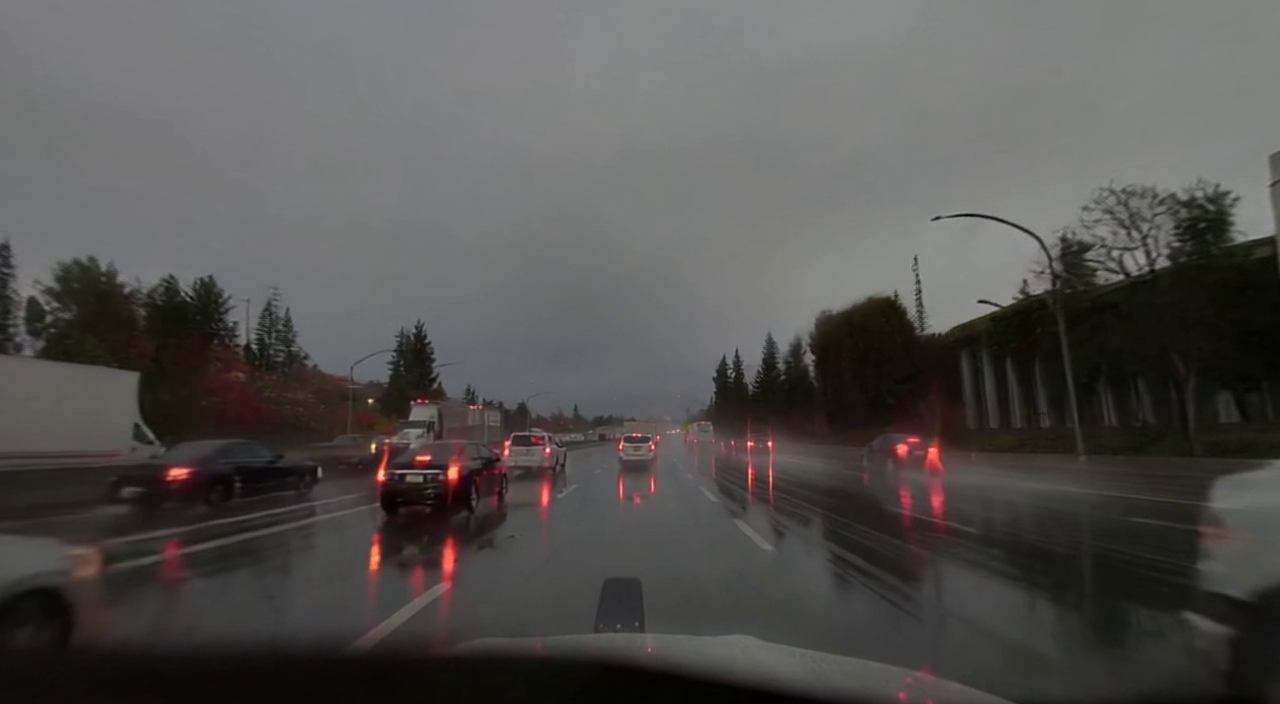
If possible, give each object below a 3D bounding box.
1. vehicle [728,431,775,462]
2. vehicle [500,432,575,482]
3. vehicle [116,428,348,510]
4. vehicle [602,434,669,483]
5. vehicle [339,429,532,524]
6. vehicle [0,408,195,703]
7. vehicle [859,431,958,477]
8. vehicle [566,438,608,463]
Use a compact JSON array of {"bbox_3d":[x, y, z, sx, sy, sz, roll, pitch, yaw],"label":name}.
[{"bbox_3d":[6.586,5.672,37.651,1.992,1.745,4.329,0,-9,-1],"label":"vehicle"},{"bbox_3d":[-3.554,3.722,22.583,1.956,1.602,4.258,0,-9,0],"label":"vehicle"},{"bbox_3d":[-8.814,2.569,14.260,2.125,1.542,4.595,0,-9,1],"label":"vehicle"},{"bbox_3d":[-0.135,3.550,21.225,2.053,1.461,3.941,0,-9,0],"label":"vehicle"},{"bbox_3d":[-3.577,2.275,12.108,2.098,1.463,4.578,0,-9,1],"label":"vehicle"},{"bbox_3d":[-3.589,0.798,1.453,2.025,1.449,4.190,0,-9,0],"label":"vehicle"},{"bbox_3d":[10.292,3.931,24.493,2.066,1.629,3.945,0,-9,-1],"label":"vehicle"},{"bbox_3d":[-3.177,6.032,38.607,2.062,1.459,4.365,0,-9,1],"label":"vehicle"}]
